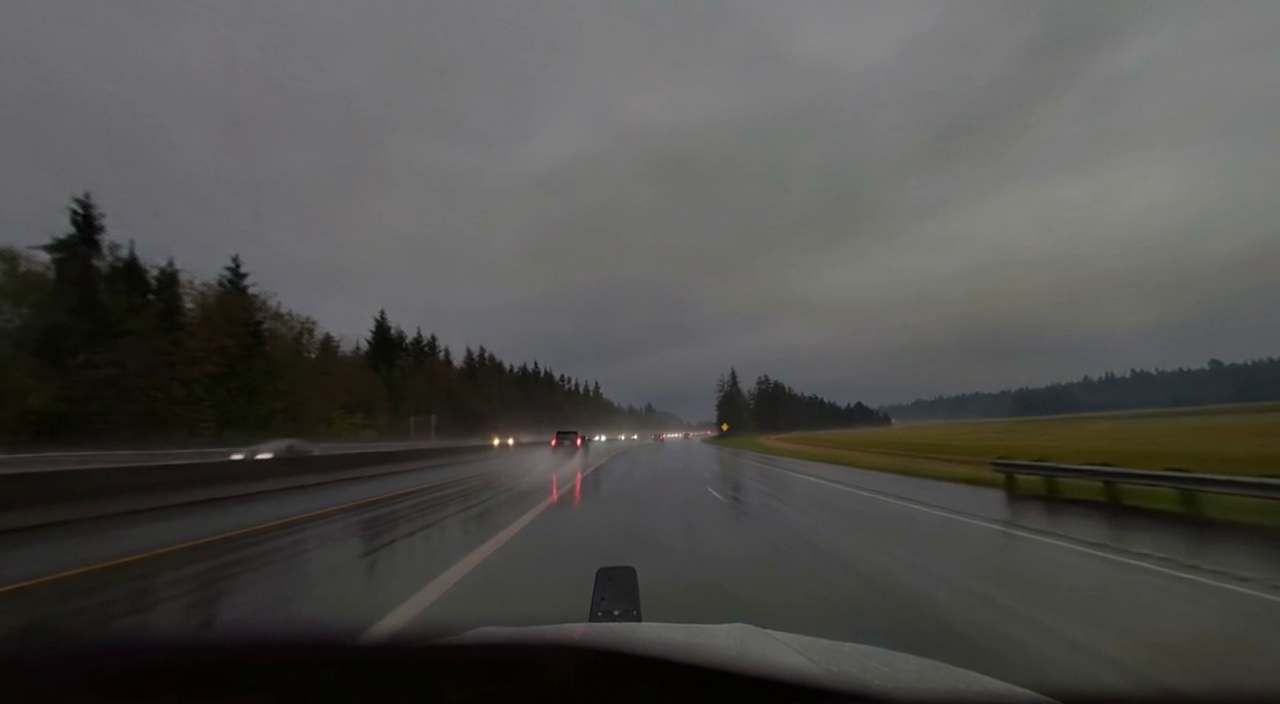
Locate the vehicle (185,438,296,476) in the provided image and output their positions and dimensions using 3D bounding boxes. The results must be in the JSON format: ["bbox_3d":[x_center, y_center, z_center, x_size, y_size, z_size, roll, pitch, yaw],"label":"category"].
[{"bbox_3d":[-17.117,4.494,27.336,1.901,1.482,4.538,0,-8,-1],"label":"vehicle"}]

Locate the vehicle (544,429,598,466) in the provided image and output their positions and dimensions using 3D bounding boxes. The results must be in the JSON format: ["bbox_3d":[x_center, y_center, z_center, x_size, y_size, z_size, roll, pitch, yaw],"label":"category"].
[{"bbox_3d":[-3.273,4.628,30.664,2.084,1.654,4.080,0,-8,1],"label":"vehicle"}]
